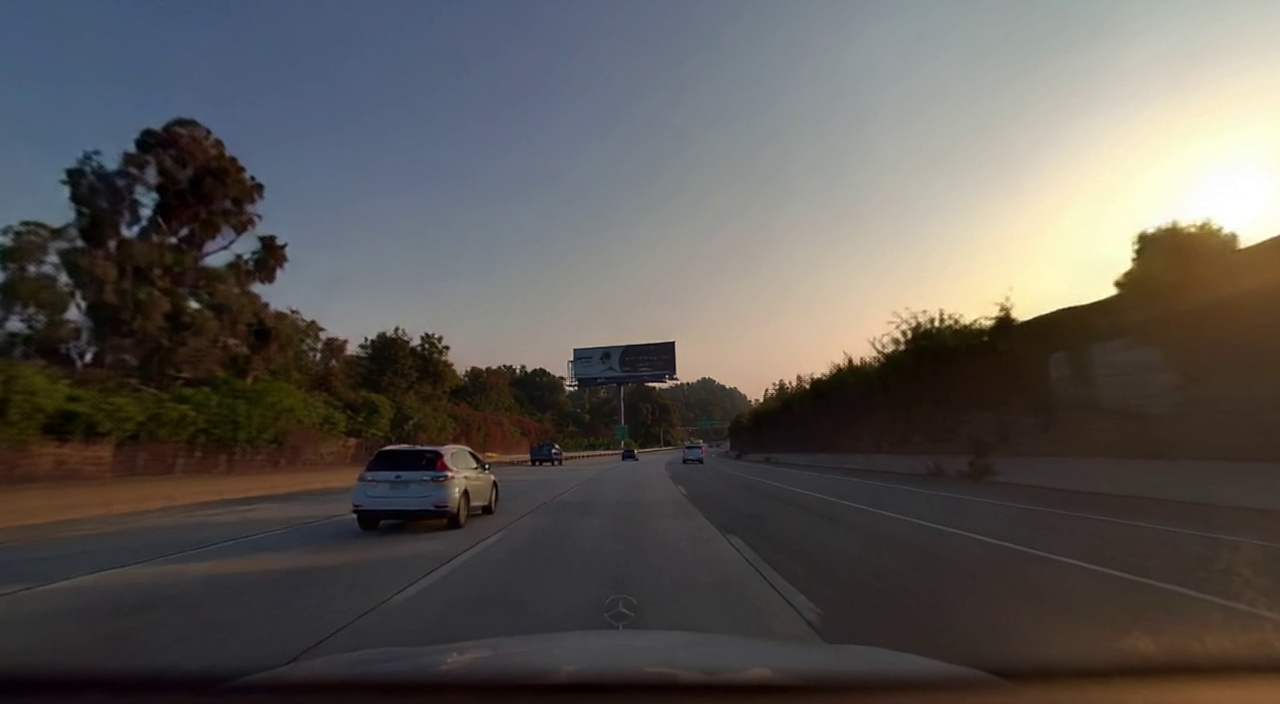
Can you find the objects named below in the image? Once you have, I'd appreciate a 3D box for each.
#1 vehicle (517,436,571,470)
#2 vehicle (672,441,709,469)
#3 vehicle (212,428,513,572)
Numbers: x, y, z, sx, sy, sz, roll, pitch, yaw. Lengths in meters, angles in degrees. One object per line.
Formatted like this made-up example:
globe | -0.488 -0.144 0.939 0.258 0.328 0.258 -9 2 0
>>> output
vehicle | -6.197 6.663 41.748 2.383 2.048 5.875 0 -9 3
vehicle | 3.401 7.123 43.639 2.211 1.814 4.404 0 -9 0
vehicle | -3.355 1.894 8.889 2.192 1.482 4.454 0 -9 0
